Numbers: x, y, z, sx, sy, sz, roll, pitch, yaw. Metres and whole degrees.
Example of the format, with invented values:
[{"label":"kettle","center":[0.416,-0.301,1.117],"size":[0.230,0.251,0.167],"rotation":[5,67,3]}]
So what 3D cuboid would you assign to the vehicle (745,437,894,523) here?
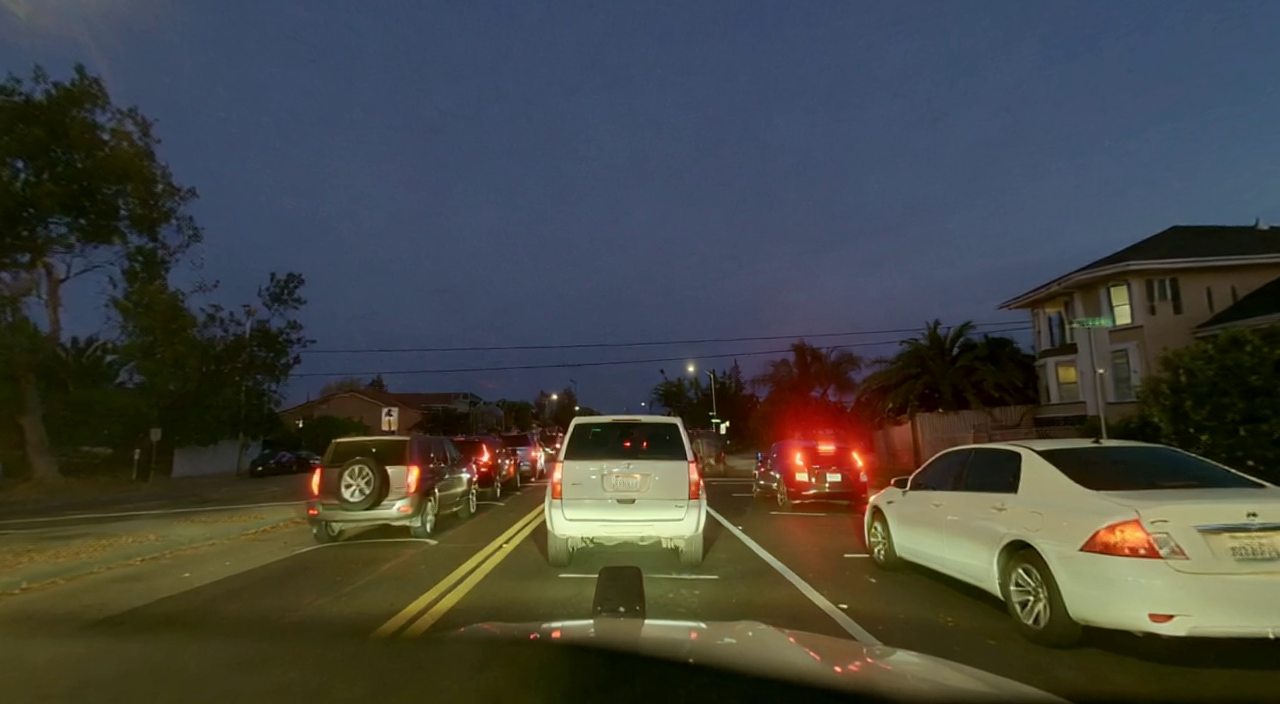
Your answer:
[{"label":"vehicle","center":[3.468,2.525,13.048],"size":[1.880,1.476,3.932],"rotation":[0,-8,-1]}]

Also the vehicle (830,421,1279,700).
[{"label":"vehicle","center":[3.478,1.461,5.769],"size":[1.977,1.480,4.589],"rotation":[0,-8,-1]}]

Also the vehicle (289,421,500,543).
[{"label":"vehicle","center":[-3.715,2.029,10.533],"size":[1.864,1.576,4.324],"rotation":[0,-8,-2]}]

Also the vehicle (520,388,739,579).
[{"label":"vehicle","center":[-0.213,1.609,8.465],"size":[2.164,1.867,4.254],"rotation":[0,-8,-3]}]
